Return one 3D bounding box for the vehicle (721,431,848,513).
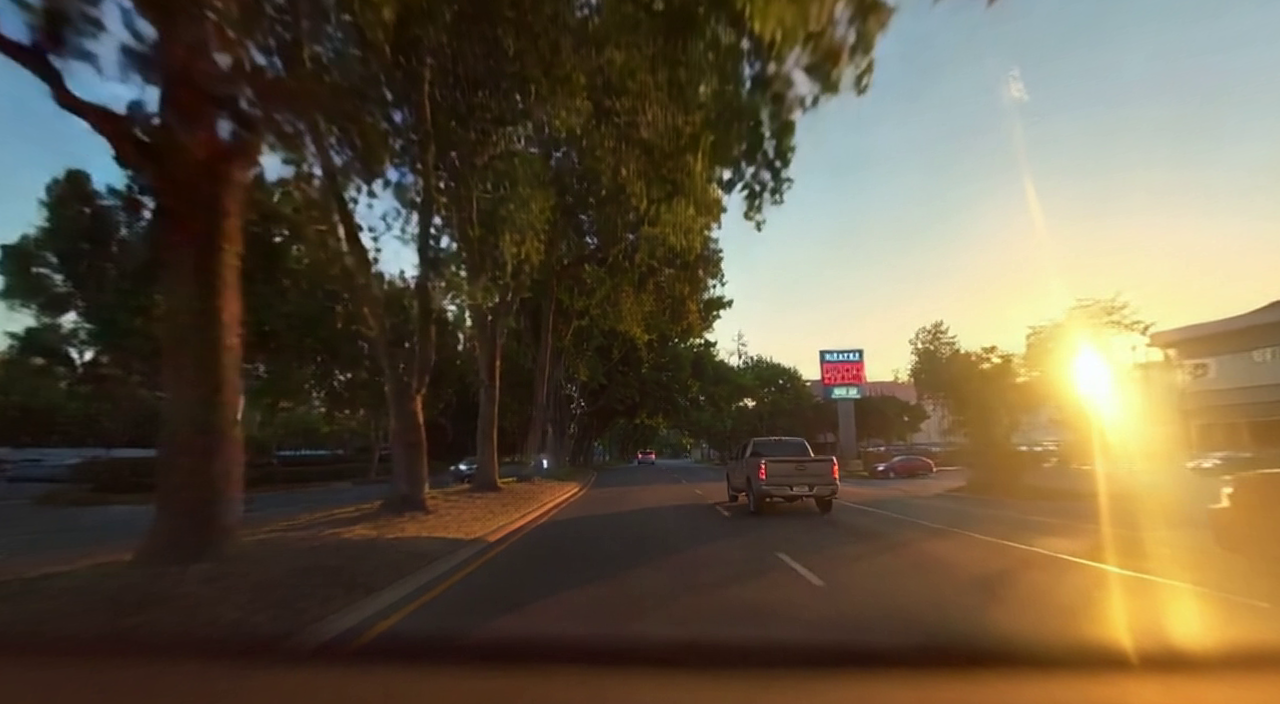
[{"bbox_3d":[3.622,3.122,16.995,2.138,1.836,5.245,0,-9,0],"label":"vehicle"}]

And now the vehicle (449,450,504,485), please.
[{"bbox_3d":[-8.629,6.097,33.593,1.834,1.695,4.129,0,-9,0],"label":"vehicle"}]

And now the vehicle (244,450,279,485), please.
[{"bbox_3d":[-29.899,9.113,49.924,1.541,2.550,1.957,-4,-9,0],"label":"vehicle"}]

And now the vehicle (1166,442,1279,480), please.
[{"bbox_3d":[26.809,4.901,28.589,1.812,1.475,4.541,-3,-9,-3],"label":"vehicle"}]

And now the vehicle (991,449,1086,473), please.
[{"bbox_3d":[25.011,6.865,39.737,4.648,1.444,1.912,0,-9,-1],"label":"vehicle"}]

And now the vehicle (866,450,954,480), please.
[{"bbox_3d":[16.810,7.040,39.484,4.554,1.566,1.925,-3,-9,0],"label":"vehicle"}]
